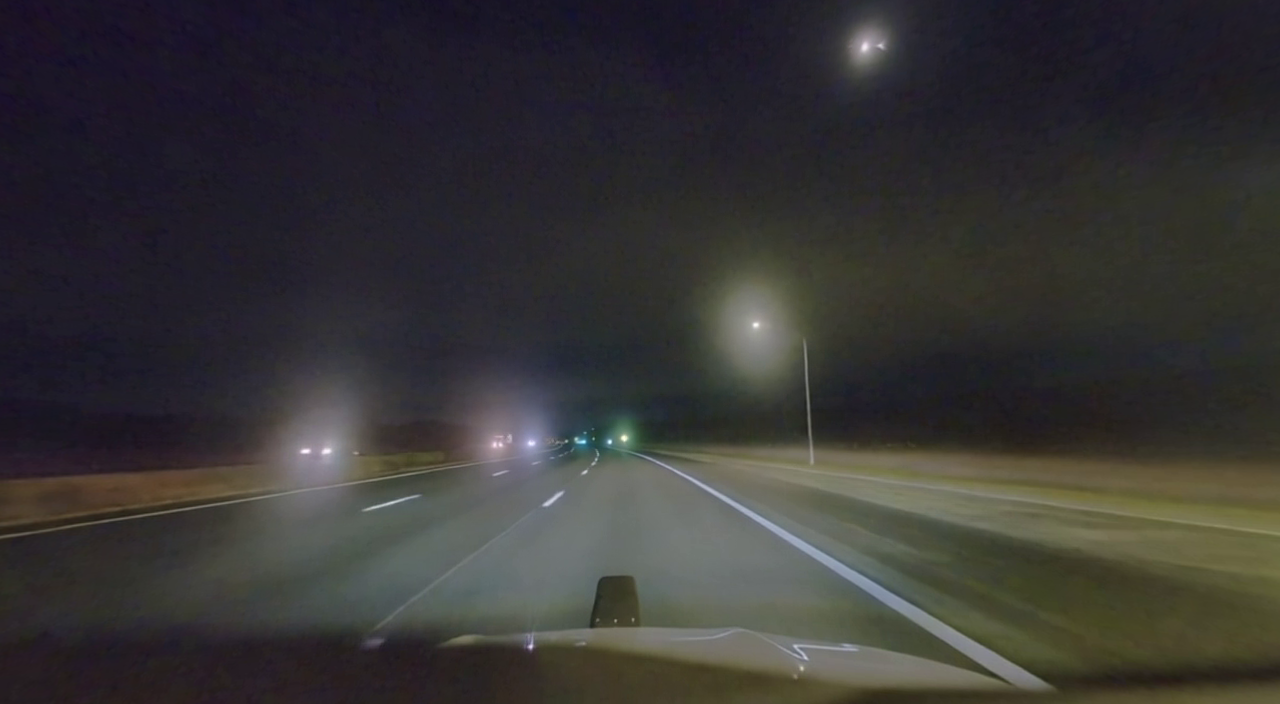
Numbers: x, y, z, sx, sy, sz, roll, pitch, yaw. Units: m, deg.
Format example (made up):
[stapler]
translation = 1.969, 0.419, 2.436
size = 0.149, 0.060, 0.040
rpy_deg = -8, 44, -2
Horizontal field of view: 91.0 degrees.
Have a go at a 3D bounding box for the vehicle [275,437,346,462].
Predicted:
[vehicle]
translation = -20.480, 6.069, 39.320
size = 2.148, 1.484, 4.446
rpy_deg = 0, -8, -2
